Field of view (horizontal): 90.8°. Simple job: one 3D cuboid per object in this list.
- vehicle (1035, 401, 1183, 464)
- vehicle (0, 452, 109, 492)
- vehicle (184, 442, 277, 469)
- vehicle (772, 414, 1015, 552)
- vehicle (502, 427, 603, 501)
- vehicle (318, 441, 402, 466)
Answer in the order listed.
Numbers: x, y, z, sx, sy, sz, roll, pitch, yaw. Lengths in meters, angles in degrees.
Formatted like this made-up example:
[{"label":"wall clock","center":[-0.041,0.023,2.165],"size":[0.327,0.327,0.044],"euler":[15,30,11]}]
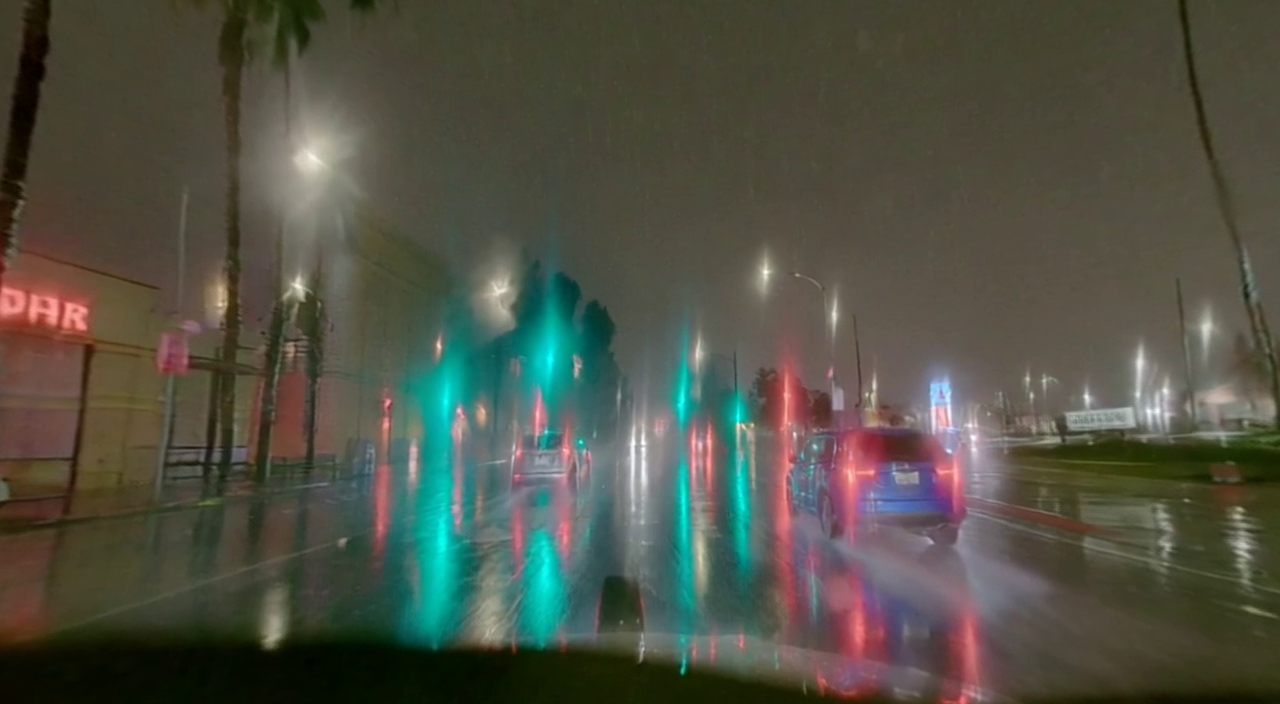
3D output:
[{"label":"vehicle","center":[16.734,2.884,22.466],"size":[5.652,1.992,2.202],"euler":[5,-10,-32]},{"label":"vehicle","center":[-25.126,4.882,25.868],"size":[1.800,1.462,4.752],"euler":[-4,-9,21]},{"label":"vehicle","center":[-27.425,6.930,42.425],"size":[4.683,1.748,2.076],"euler":[0,-8,-3]},{"label":"vehicle","center":[3.563,1.917,9.953],"size":[1.983,1.654,4.354],"euler":[0,-8,0]},{"label":"vehicle","center":[-2.158,2.904,16.861],"size":[2.063,1.664,4.471],"euler":[0,-8,0]},{"label":"vehicle","center":[-19.266,7.007,43.648],"size":[4.834,1.589,1.907],"euler":[0,-8,-6]}]
